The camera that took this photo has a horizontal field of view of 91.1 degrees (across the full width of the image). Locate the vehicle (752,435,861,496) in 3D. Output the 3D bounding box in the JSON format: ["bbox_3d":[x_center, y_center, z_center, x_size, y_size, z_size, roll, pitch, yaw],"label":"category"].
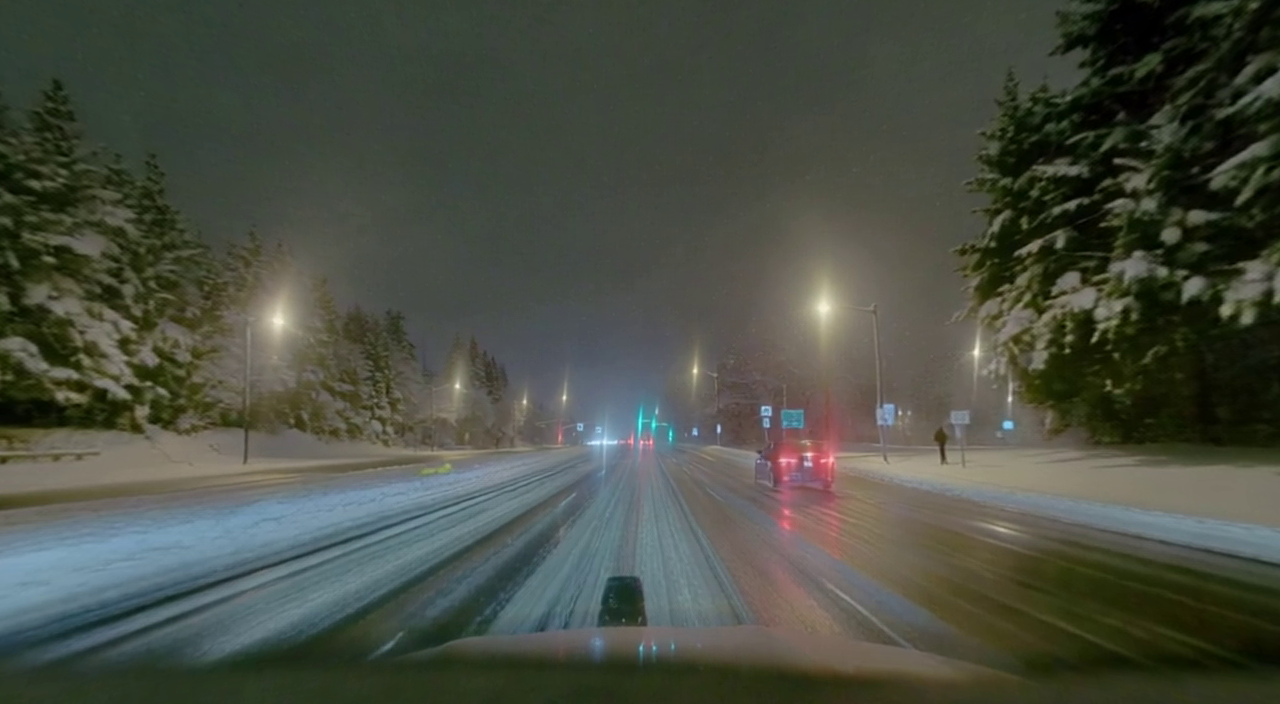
[{"bbox_3d":[4.647,3.230,18.221,1.913,1.516,4.322,0,-9,-1],"label":"vehicle"}]
